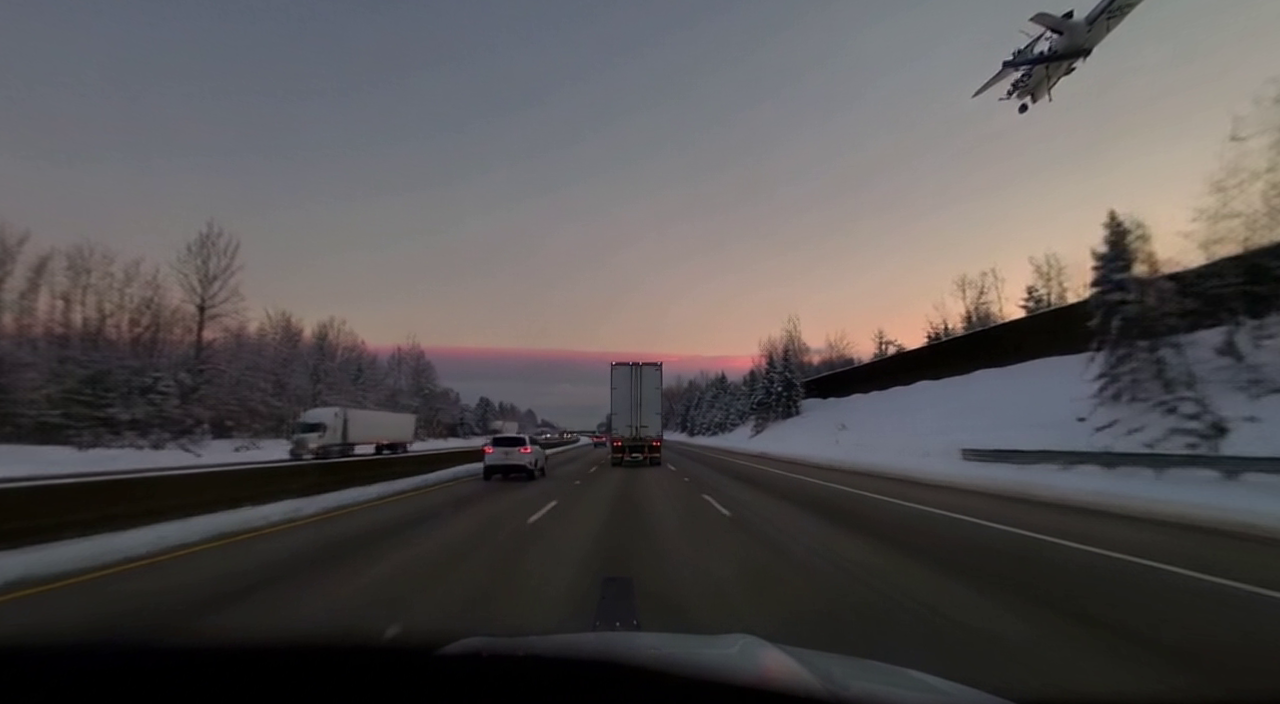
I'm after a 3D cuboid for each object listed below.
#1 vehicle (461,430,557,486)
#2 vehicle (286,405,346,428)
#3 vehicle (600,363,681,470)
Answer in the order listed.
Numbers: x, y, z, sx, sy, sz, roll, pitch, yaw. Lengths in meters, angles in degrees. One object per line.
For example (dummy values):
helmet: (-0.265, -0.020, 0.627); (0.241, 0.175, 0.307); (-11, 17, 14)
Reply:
vehicle: (-3.888, 3.203, 19.522); (2.005, 1.521, 4.454); (0, -8, 0)
vehicle: (-25.412, 5.137, 49.466); (2.062, 1.683, 4.981); (0, -8, 0)
vehicle: (-0.055, 3.486, 31.645); (2.965, 3.972, 16.689); (0, -8, 0)
